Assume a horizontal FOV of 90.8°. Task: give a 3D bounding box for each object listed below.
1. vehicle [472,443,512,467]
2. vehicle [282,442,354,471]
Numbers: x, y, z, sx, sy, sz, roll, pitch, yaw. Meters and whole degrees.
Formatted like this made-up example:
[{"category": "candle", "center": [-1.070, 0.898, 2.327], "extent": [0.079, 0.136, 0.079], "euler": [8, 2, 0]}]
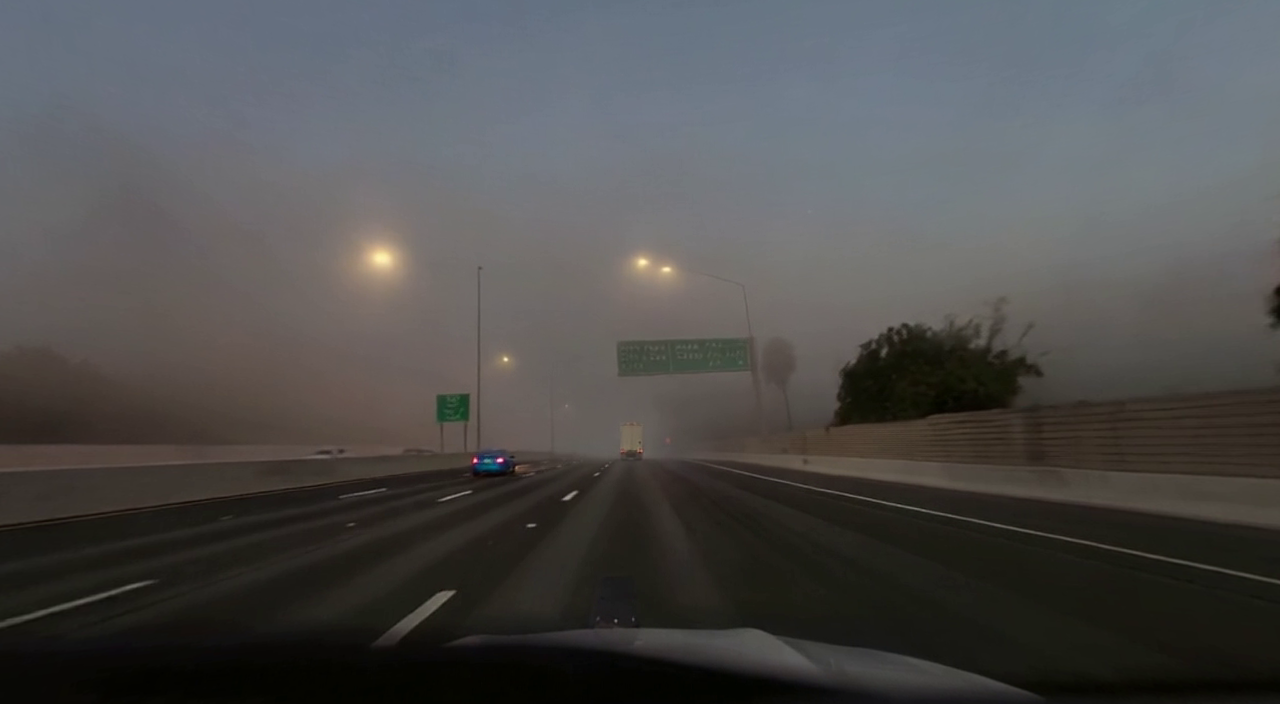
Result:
[{"category": "vehicle", "center": [-10.679, 7.479, 45.968], "extent": [1.897, 1.653, 4.113], "euler": [0, -9, 0]}, {"category": "vehicle", "center": [-20.005, 6.490, 39.526], "extent": [2.041, 1.702, 4.717], "euler": [0, -9, -1]}]
